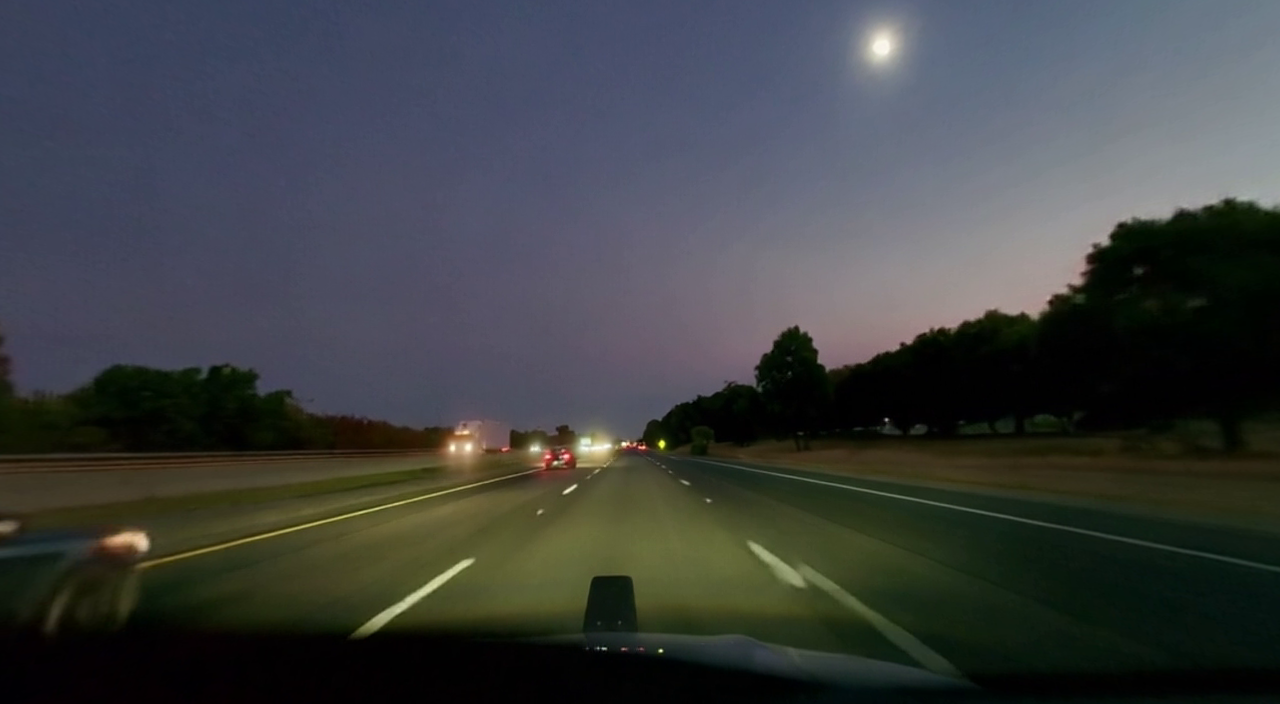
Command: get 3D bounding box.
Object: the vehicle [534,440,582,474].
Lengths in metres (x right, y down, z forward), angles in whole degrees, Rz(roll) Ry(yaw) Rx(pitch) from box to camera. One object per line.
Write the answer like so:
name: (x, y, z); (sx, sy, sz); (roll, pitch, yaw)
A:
vehicle: (-4.464, 5.797, 34.932); (2.111, 1.717, 4.426); (0, -9, 0)

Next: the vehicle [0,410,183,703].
vehicle: (-4.174, 0.898, 2.093); (2.018, 1.497, 4.399); (0, -9, -1)
